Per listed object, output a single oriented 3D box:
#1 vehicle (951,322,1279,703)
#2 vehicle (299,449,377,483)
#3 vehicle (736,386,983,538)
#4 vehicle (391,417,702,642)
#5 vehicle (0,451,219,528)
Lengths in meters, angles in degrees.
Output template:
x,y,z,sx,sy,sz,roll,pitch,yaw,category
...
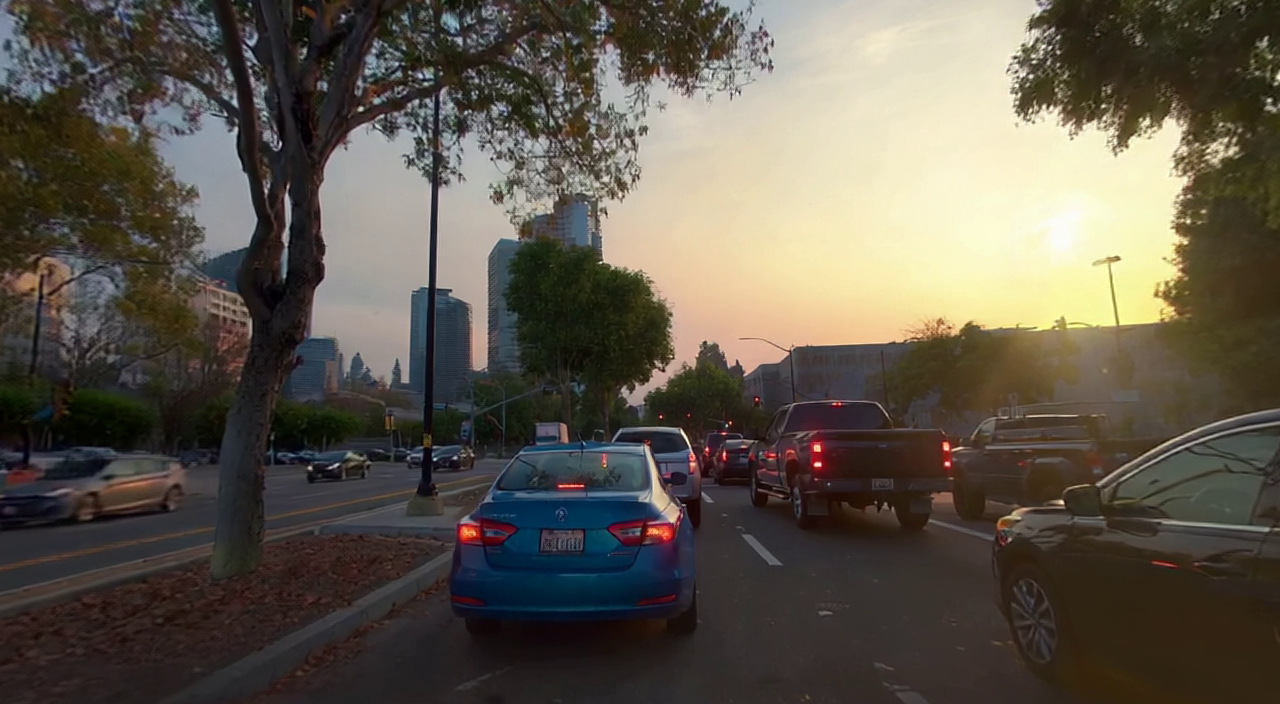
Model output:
x,y,z,sx,sy,sz,roll,pitch,yaw,category
3.158,0.760,2.092,1.982,1.709,4.427,0,-9,1,vehicle
-16.100,6.077,33.727,2.000,1.656,4.160,0,-9,1,vehicle
3.510,1.960,11.701,2.444,2.098,5.766,0,-9,-1,vehicle
-0.581,1.502,6.336,2.111,1.506,4.018,0,-8,2,vehicle
-12.726,3.199,15.231,1.882,1.538,4.382,0,-8,1,vehicle
